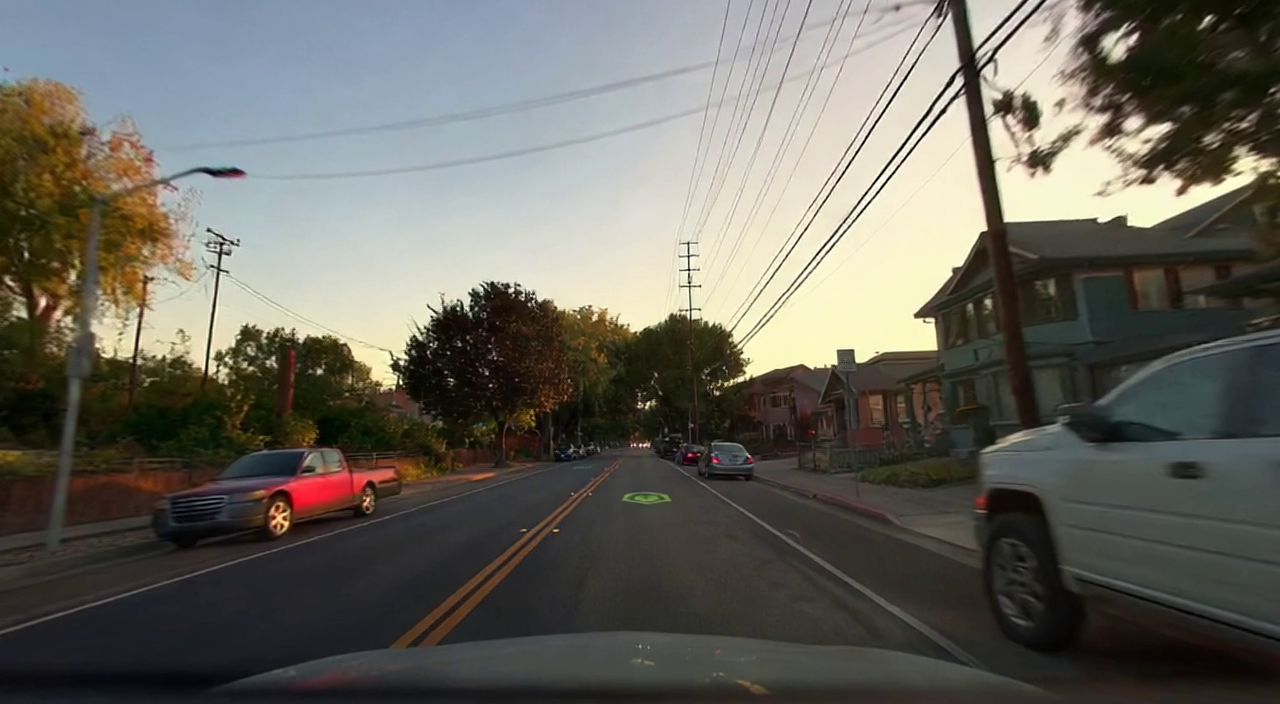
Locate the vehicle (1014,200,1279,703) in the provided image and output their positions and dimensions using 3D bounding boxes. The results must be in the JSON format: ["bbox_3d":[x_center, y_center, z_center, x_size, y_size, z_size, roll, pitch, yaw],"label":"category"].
[{"bbox_3d":[3.454,0.294,0.255,2.382,2.186,6.650,0,-8,-1],"label":"vehicle"}]

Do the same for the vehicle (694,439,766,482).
[{"bbox_3d":[3.480,4.308,25.483,2.024,1.554,4.867,0,-8,-2],"label":"vehicle"}]

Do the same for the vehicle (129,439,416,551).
[{"bbox_3d":[-6.652,2.594,12.594,2.195,1.684,5.802,-1,-8,1],"label":"vehicle"}]
